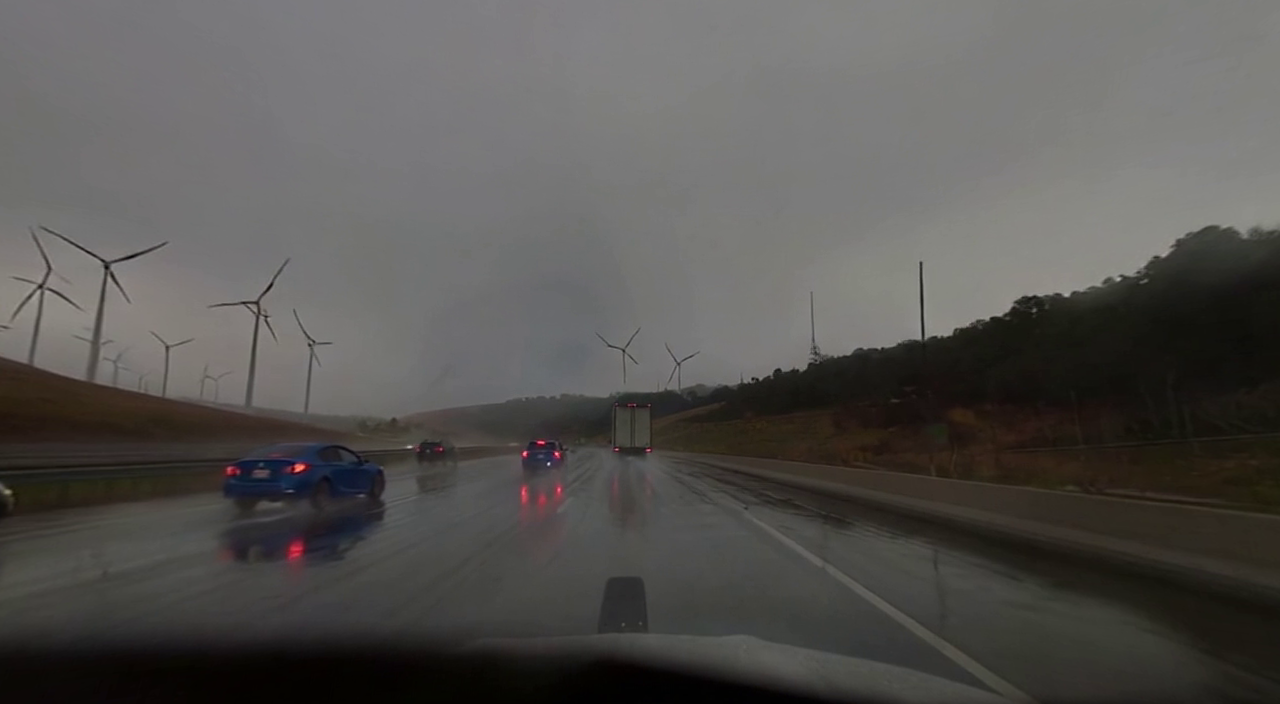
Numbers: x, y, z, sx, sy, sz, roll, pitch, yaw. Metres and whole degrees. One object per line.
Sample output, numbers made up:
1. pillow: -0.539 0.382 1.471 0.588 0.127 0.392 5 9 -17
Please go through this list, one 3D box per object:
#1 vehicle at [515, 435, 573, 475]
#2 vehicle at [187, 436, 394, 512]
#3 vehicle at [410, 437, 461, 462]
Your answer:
1. vehicle: -4.272 4.627 28.525 2.109 1.684 3.783 0 -8 -1
2. vehicle: -7.911 2.777 14.897 2.271 1.488 4.597 0 -8 0
3. vehicle: -15.985 7.624 49.453 2.285 1.835 5.672 0 -8 -3
